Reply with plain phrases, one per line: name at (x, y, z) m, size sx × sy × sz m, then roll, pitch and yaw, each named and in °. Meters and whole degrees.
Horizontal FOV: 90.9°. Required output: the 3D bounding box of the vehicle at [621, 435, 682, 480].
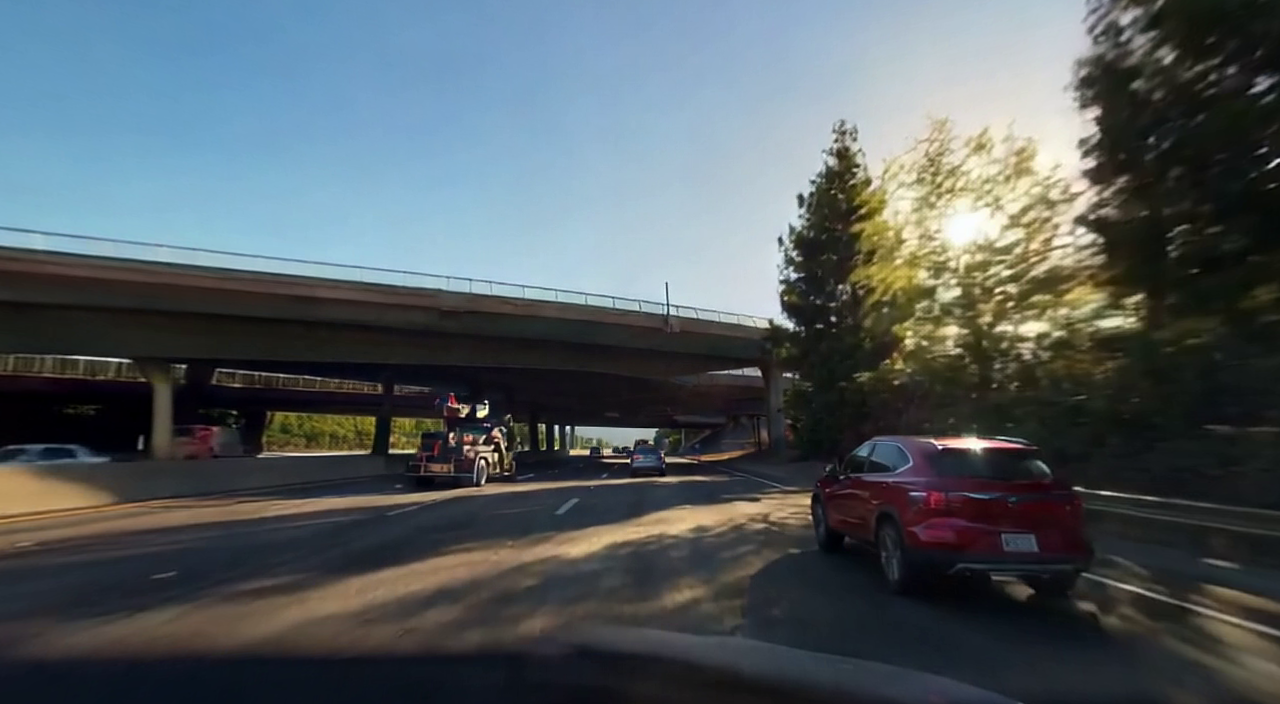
vehicle at (0.473, 4.375, 26.373) m, size 2.336 × 1.722 × 4.212 m, roll 0°, pitch -8°, yaw 0°

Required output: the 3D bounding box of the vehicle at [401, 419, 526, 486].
vehicle at (-6.589, 3.905, 24.835) m, size 2.827 × 2.236 × 7.057 m, roll 0°, pitch -8°, yaw 0°

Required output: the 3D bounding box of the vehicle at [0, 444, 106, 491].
vehicle at (-20.923, 3.854, 21.315) m, size 1.818 × 1.433 × 4.380 m, roll 0°, pitch -8°, yaw 1°
